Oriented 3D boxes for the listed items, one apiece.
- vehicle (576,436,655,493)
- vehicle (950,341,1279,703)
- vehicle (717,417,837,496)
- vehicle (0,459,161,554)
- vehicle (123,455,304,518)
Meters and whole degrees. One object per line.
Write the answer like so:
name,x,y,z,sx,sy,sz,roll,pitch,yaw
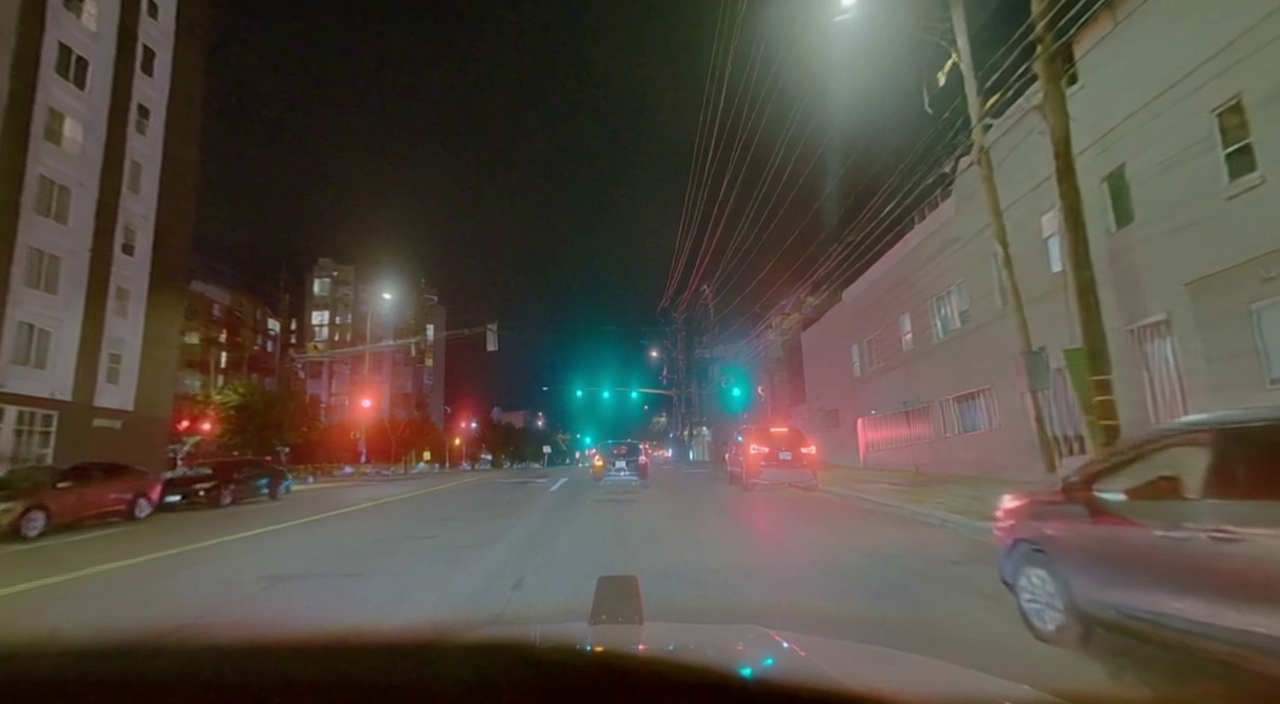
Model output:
vehicle,-0.649,3.190,18.281,2.019,1.453,4.129,0,-8,0
vehicle,3.687,0.887,2.868,2.186,1.764,4.470,0,-8,-1
vehicle,3.704,2.962,18.211,2.248,1.945,5.011,0,-8,-1
vehicle,-12.008,2.950,12.524,2.004,1.526,3.807,0,-8,0
vehicle,-12.005,3.780,18.292,1.910,1.498,4.662,0,-8,1
